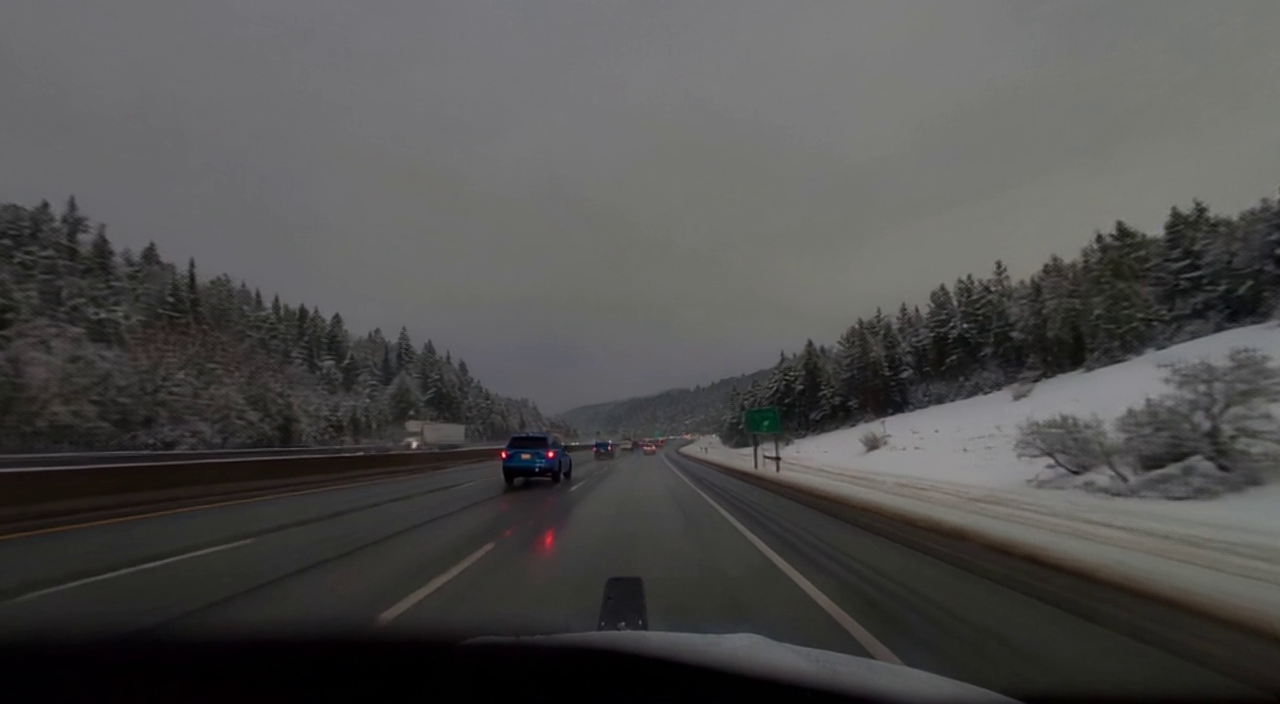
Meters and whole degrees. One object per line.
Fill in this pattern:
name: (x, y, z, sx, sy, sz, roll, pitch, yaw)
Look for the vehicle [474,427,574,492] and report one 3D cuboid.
vehicle: (-3.373, 3.227, 19.281, 2.138, 1.718, 4.415, 0, -8, 1)
